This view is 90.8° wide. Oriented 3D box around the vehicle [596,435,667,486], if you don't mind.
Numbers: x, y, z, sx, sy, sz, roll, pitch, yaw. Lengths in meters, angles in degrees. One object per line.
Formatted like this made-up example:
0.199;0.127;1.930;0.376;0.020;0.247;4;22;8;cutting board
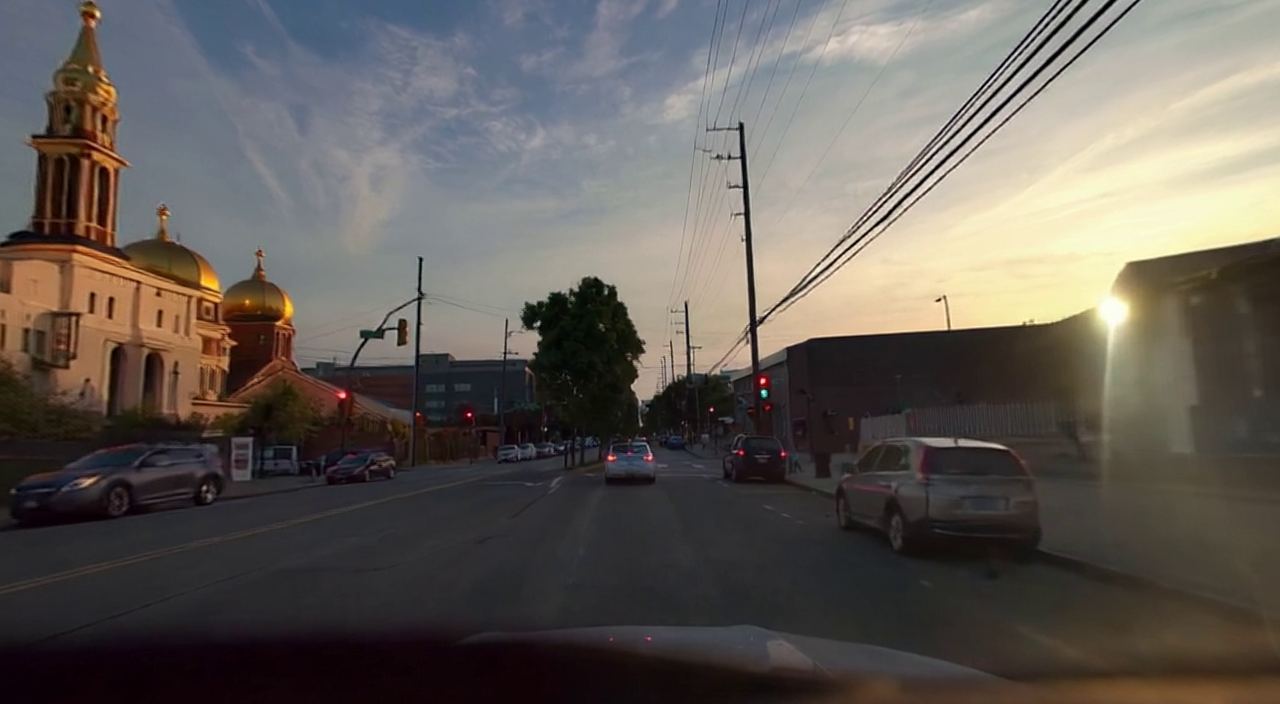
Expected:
-0.282;3.445;20.397;2.049;1.453;4.299;0;-8;-1;vehicle

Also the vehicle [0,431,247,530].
-12.126;2.961;15.199;2.071;1.814;5.185;-5;-8;0;vehicle

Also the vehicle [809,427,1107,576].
3.911;1.813;8.688;2.003;1.524;3.868;0;-6;-1;vehicle

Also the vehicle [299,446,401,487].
-11.982;4.718;26.504;1.980;1.502;4.655;-1;-8;1;vehicle

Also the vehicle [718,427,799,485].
3.917;3.527;21.727;2.015;1.780;4.261;0;-8;1;vehicle
